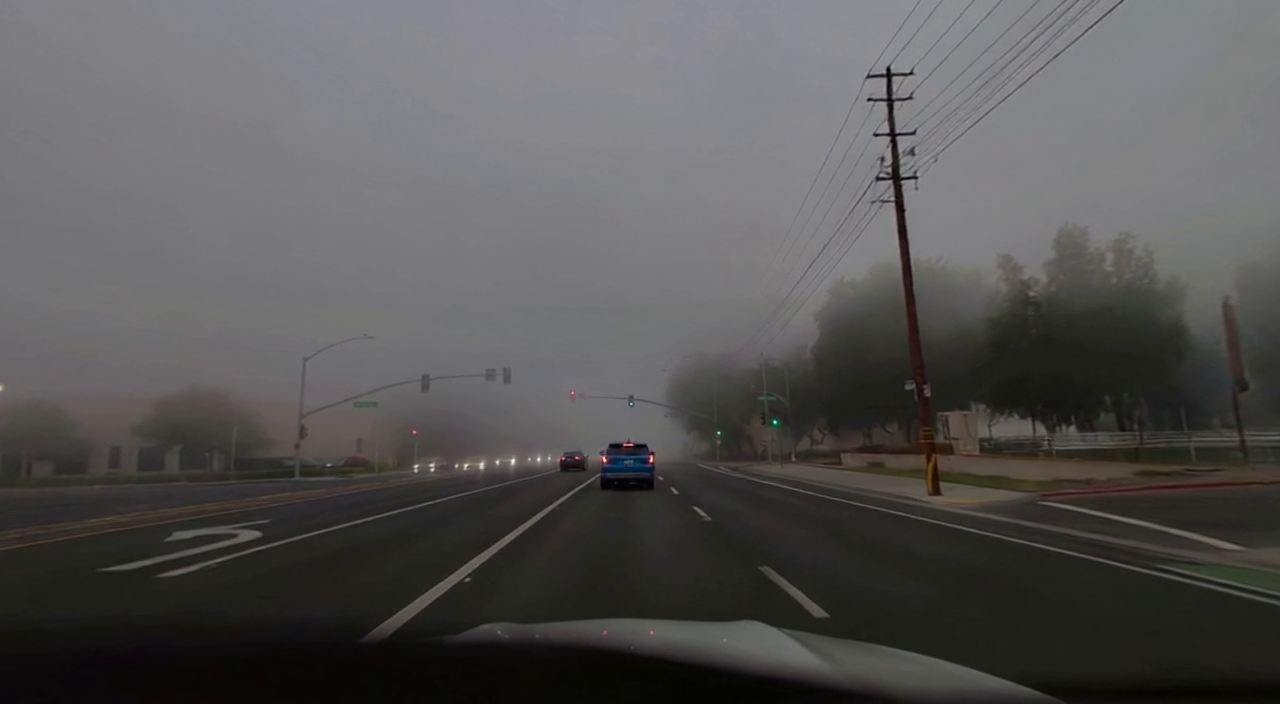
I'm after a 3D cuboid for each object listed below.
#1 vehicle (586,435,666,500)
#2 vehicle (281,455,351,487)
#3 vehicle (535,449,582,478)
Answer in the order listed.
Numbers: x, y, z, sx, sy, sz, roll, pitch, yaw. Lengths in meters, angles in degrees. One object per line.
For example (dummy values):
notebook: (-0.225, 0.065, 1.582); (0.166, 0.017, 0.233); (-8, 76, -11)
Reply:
vehicle: (-0.437, 3.501, 19.516); (2.188, 1.782, 3.982); (0, -8, -1)
vehicle: (-19.387, 7.097, 38.070); (1.986, 1.704, 4.546); (0, -8, -3)
vehicle: (-4.338, 6.027, 34.455); (2.075, 1.474, 4.367); (0, -8, -1)
